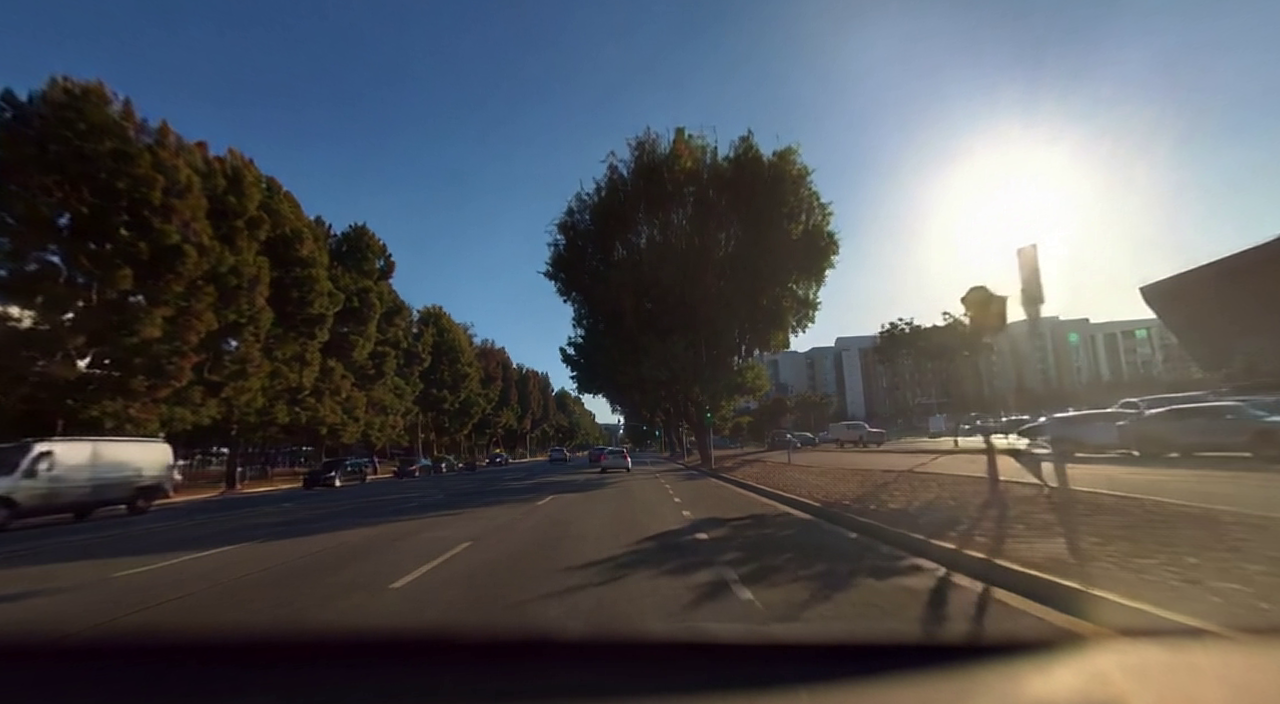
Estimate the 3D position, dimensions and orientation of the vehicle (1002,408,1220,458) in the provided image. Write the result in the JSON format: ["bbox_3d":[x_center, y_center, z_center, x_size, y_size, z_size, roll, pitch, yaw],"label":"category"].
[{"bbox_3d":[14.470,2.539,19.684,5.047,1.461,2.133,0,-9,1],"label":"vehicle"}]

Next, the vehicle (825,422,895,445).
[{"bbox_3d":[15.221,5.695,43.801,3.956,1.504,2.170,2,-9,-9],"label":"vehicle"}]

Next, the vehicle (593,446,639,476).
[{"bbox_3d":[-1.252,6.034,35.257,2.235,1.500,4.420,0,-8,2],"label":"vehicle"}]

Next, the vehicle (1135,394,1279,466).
[{"bbox_3d":[13.881,1.694,13.633,4.739,1.424,1.936,-1,-9,-1],"label":"vehicle"}]

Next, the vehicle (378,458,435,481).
[{"bbox_3d":[-16.417,8.251,44.673,2.058,1.459,4.704,0,-9,2],"label":"vehicle"}]

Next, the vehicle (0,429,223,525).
[{"bbox_3d":[-18.399,4.044,21.352,2.599,2.675,7.177,-2,-9,13],"label":"vehicle"}]

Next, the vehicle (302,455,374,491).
[{"bbox_3d":[-16.970,6.800,35.740,2.016,1.598,4.545,-5,-8,-2],"label":"vehicle"}]
